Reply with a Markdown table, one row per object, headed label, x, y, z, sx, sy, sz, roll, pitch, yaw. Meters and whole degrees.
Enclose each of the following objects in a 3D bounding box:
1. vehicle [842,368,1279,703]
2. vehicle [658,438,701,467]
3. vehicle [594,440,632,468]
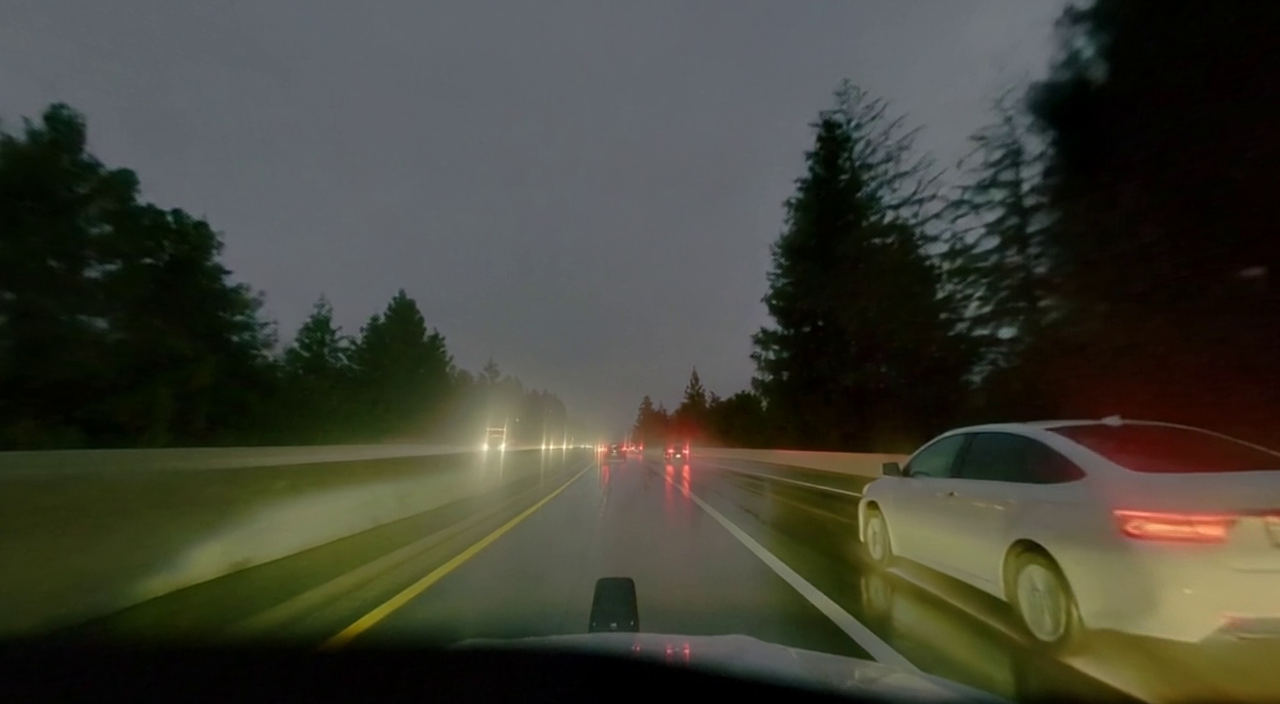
| label | x | y | z | sx | sy | sz | roll | pitch | yaw |
| --- | --- | --- | --- | --- | --- | --- | --- | --- | --- |
| vehicle | 3.335 | 1.139 | 4.397 | 2.055 | 1.566 | 5.046 | 0 | -8 | -1 |
| vehicle | 2.229 | 5.801 | 36.544 | 2.146 | 1.546 | 3.796 | 0 | -8 | -1 |
| vehicle | -1.632 | 6.147 | 38.303 | 2.178 | 1.559 | 4.254 | 0 | -8 | -3 |
